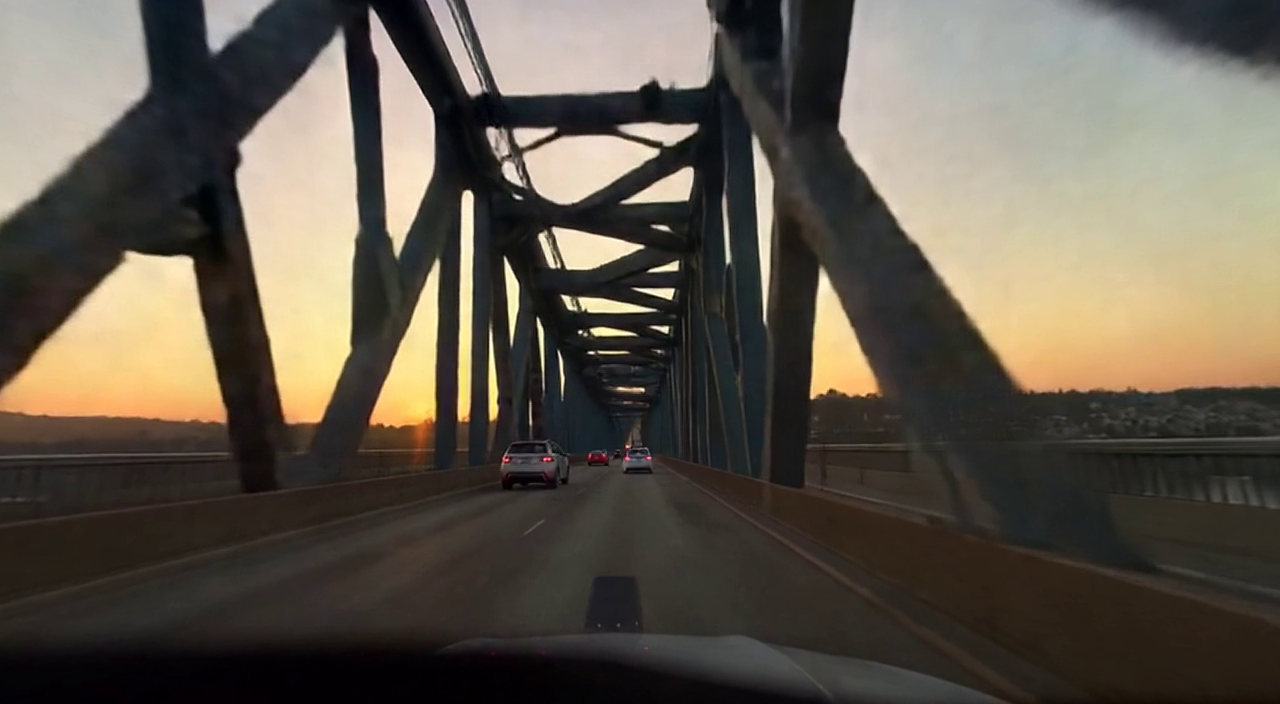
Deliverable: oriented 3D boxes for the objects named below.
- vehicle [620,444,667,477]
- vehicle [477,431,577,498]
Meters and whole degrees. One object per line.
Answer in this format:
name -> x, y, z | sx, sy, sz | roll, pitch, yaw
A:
vehicle -> 0.153, 5.140, 30.110 | 2.048, 1.450, 3.973 | 0, -9, 0
vehicle -> -3.350, 3.461, 19.820 | 2.190, 1.807, 4.741 | 0, -9, 1
